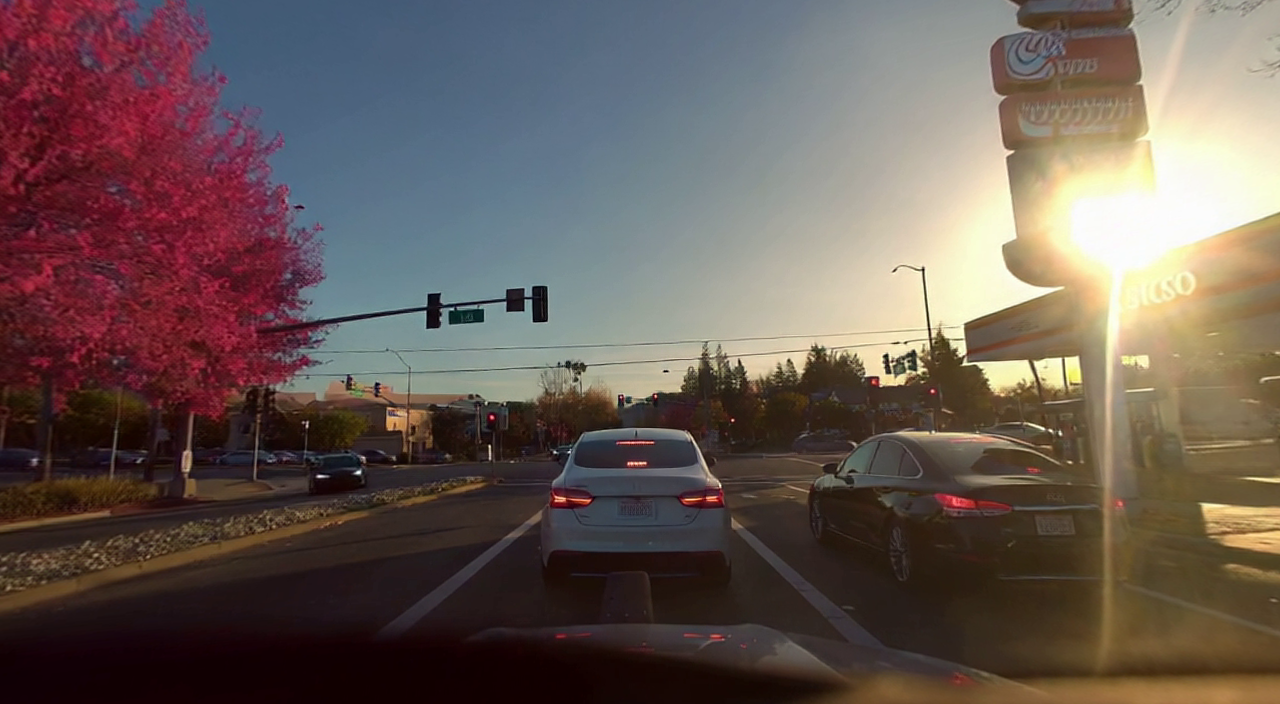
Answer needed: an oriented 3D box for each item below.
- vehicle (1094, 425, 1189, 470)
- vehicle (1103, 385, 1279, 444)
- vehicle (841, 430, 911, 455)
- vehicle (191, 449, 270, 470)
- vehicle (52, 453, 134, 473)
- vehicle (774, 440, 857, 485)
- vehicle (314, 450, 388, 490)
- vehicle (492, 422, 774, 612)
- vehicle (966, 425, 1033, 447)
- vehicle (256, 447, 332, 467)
[{"bbox_3d":[18.579,3.514,23.275,4.300,1.495,2.053,8,-11,-43],"label":"vehicle"},{"bbox_3d":[38.191,4.356,43.346,10.890,3.868,3.021,1,-8,-9],"label":"vehicle"},{"bbox_3d":[18.298,7.032,49.010,4.656,1.605,1.942,-3,-8,4],"label":"vehicle"},{"bbox_3d":[-29.418,7.744,45.300,4.466,1.438,1.837,-1,-8,5],"label":"vehicle"},{"bbox_3d":[-40.158,8.125,46.300,4.511,1.407,1.764,-1,-8,4],"label":"vehicle"},{"bbox_3d":[6.537,4.145,24.022,1.942,1.511,4.390,0,-8,0],"label":"vehicle"},{"bbox_3d":[-11.910,4.839,26.312,1.944,1.465,4.609,2,-9,-14],"label":"vehicle"},{"bbox_3d":[-0.070,1.604,7.074,2.213,1.482,4.057,0,-8,0],"label":"vehicle"},{"bbox_3d":[27.312,6.436,47.984,3.968,1.572,1.740,0,-9,4],"label":"vehicle"},{"bbox_3d":[-26.734,8.108,48.789,4.806,1.472,1.886,-1,-8,5],"label":"vehicle"}]
